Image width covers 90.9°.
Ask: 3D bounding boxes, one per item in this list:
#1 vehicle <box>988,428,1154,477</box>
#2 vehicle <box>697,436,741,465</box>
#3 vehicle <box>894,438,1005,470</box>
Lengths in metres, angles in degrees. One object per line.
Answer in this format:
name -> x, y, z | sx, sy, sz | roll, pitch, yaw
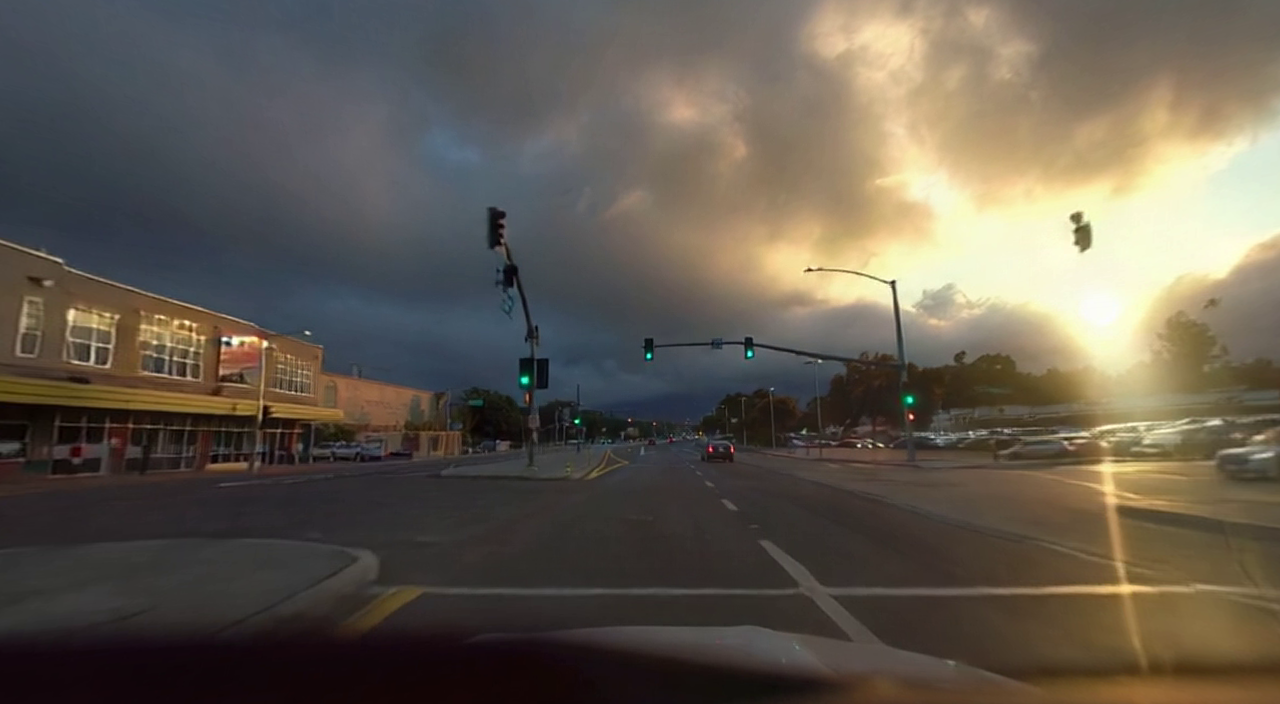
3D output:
vehicle -> 15.772, 3.707, 23.345 | 4.491, 1.702, 2.094 | -1, -8, 9
vehicle -> 4.518, 5.696, 36.583 | 2.038, 1.528, 4.259 | 0, -8, 1
vehicle -> 14.897, 4.911, 30.418 | 4.581, 1.434, 1.893 | -5, -10, 31
